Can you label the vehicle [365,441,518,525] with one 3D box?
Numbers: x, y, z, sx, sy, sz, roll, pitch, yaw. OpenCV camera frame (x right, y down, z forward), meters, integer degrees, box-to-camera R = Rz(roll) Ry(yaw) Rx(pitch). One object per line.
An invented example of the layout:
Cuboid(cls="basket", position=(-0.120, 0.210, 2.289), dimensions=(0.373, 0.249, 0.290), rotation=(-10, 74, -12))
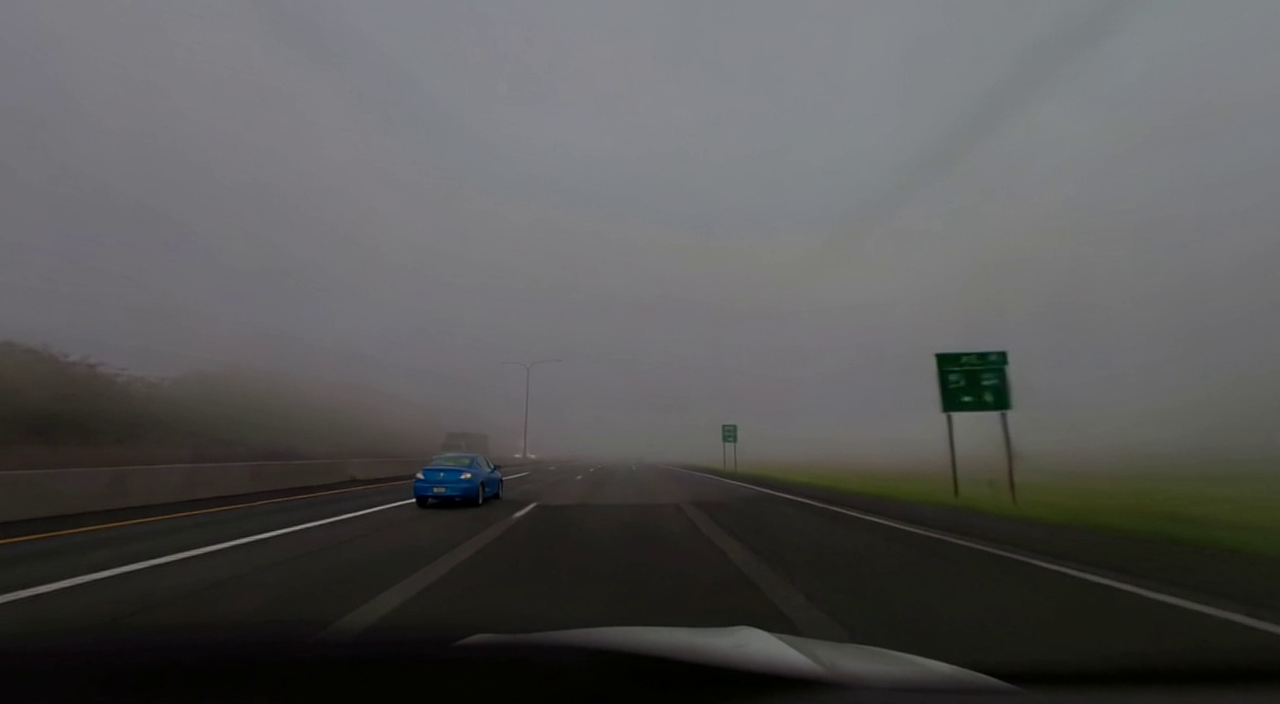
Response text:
Cuboid(cls="vehicle", position=(-4.116, 2.764, 13.839), dimensions=(2.121, 1.537, 3.852), rotation=(0, -9, -1))
